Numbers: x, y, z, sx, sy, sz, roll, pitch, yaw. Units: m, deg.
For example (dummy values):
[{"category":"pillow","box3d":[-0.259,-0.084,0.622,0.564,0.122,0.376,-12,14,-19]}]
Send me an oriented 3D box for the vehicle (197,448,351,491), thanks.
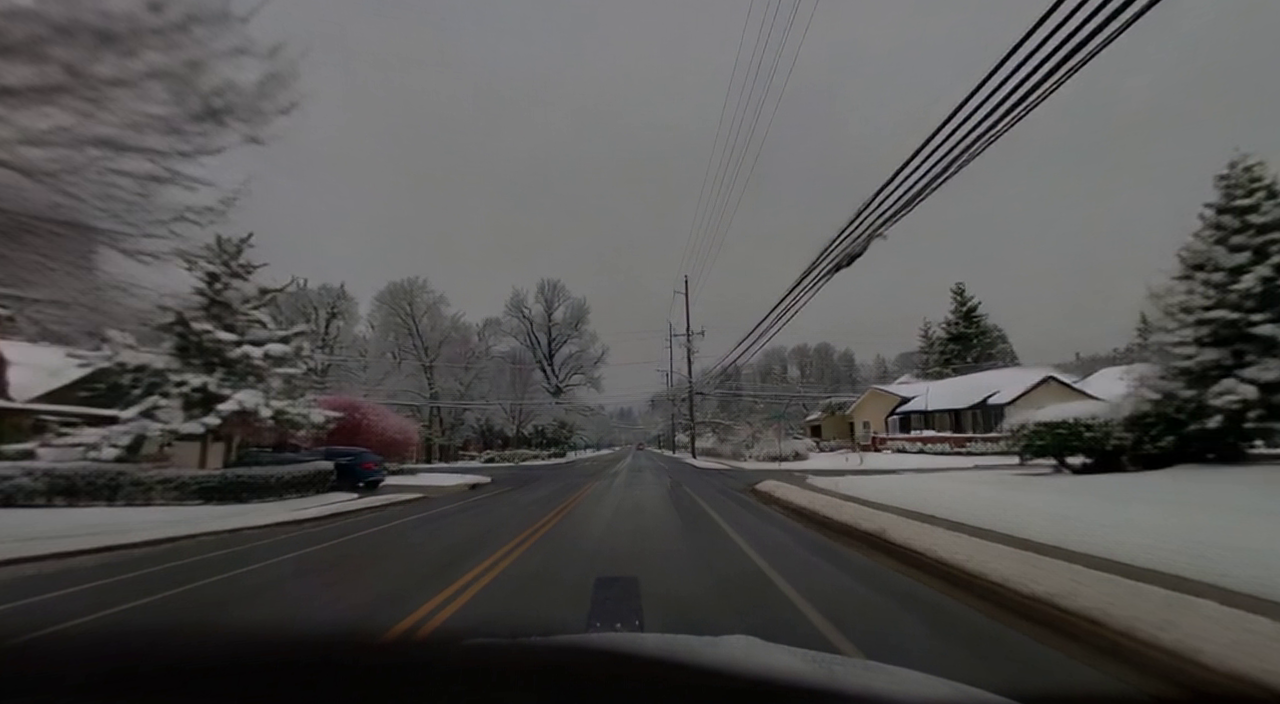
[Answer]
[{"category":"vehicle","box3d":[-14.050,4.528,24.522,4.554,1.535,2.261,0,-9,-3]}]
